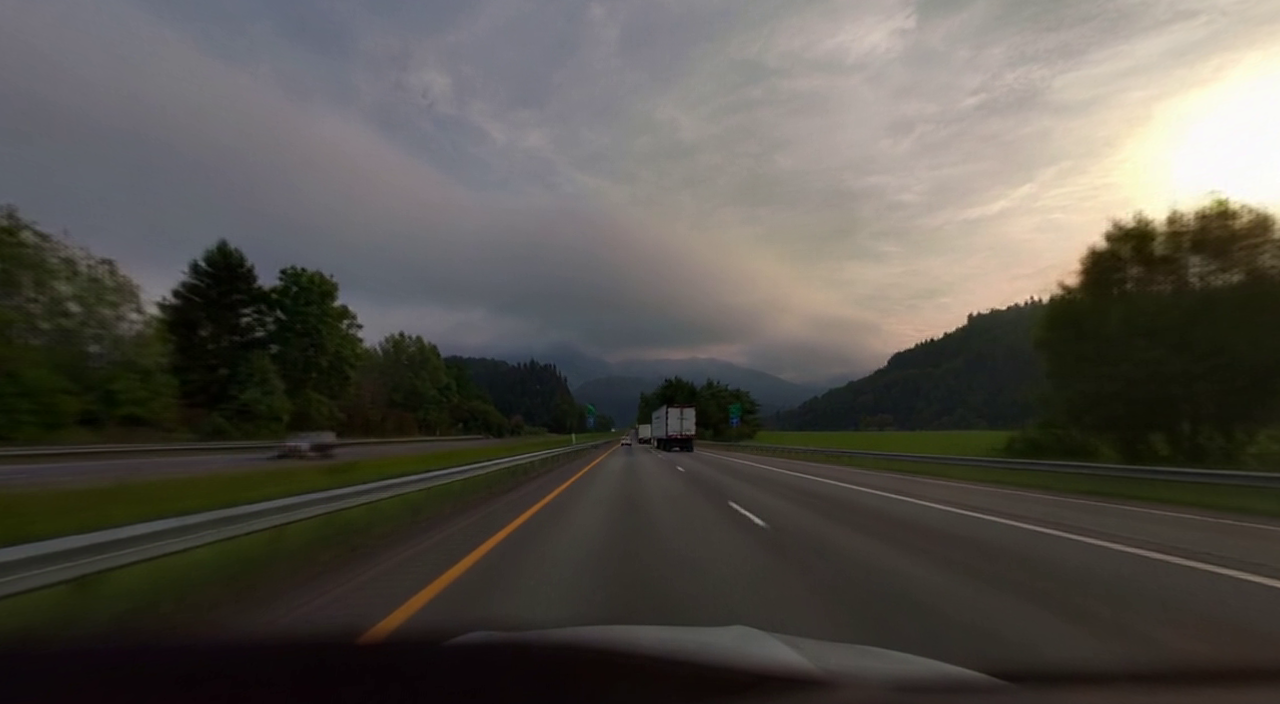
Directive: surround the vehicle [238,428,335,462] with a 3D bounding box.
[{"bbox_3d":[-16.845,4.462,30.295,2.125,1.488,4.492,0,-8,-1],"label":"vehicle"}]
